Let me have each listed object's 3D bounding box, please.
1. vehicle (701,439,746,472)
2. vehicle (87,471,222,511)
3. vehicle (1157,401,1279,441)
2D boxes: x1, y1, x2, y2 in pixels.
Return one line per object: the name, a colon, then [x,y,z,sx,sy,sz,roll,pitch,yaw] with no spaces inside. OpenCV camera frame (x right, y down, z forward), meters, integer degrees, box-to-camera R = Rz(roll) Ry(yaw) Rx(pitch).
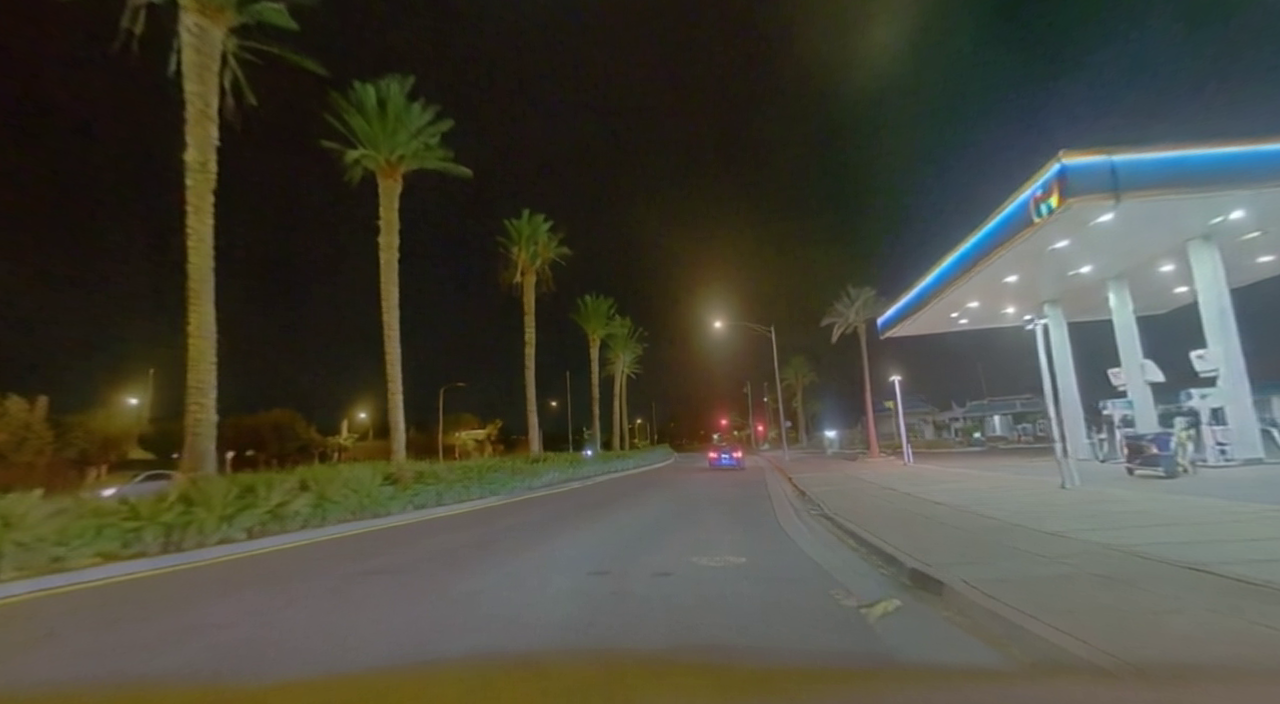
vehicle: [4.329,5.264,32.156,2.050,1.509,4.148,-2,-9,10]
vehicle: [-21.219,6.062,27.799,1.825,1.441,4.656,-1,-9,9]
vehicle: [29.223,3.492,31.536,4.513,1.657,2.002,-6,-10,15]
